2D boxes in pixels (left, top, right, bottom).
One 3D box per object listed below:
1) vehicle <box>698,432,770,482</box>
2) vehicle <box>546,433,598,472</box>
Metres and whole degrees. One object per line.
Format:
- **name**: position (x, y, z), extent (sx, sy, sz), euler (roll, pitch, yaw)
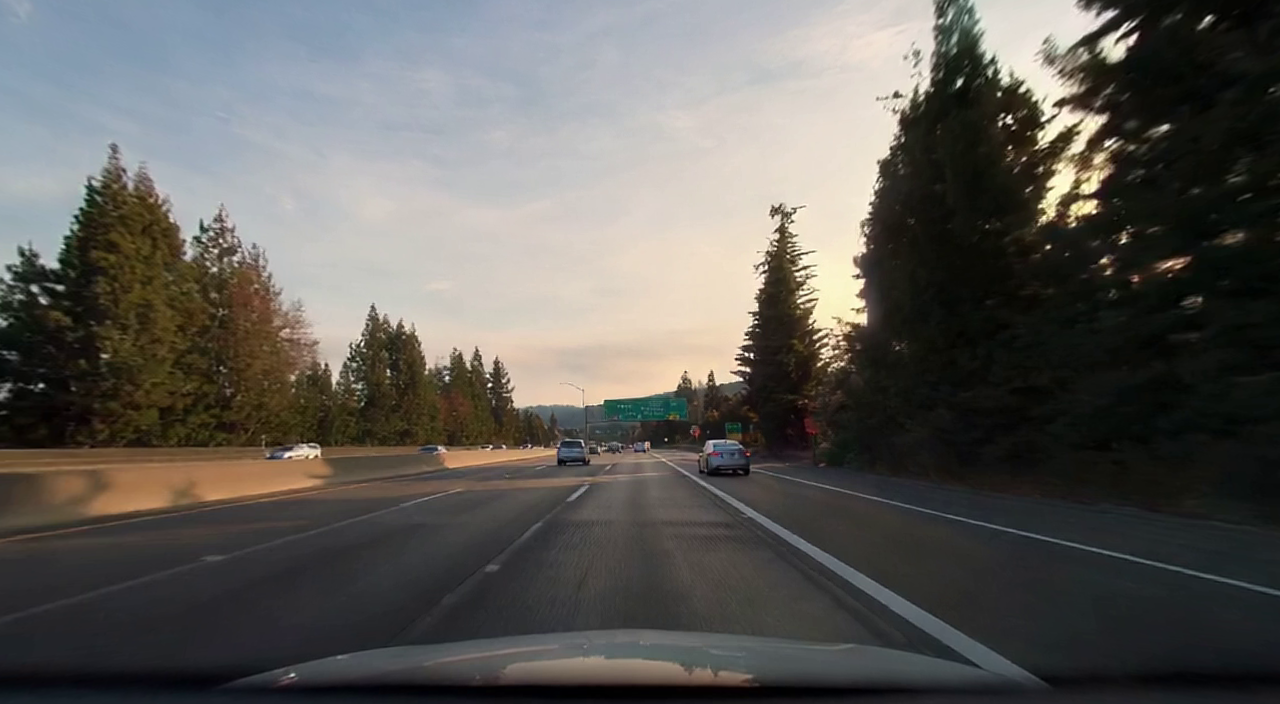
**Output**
- **vehicle**: position (3.506, 4.016, 24.331), extent (2.053, 1.714, 4.097), euler (0, -9, -1)
- **vehicle**: position (-3.379, 5.125, 32.315), extent (2.173, 1.793, 4.564), euler (0, -9, 0)
